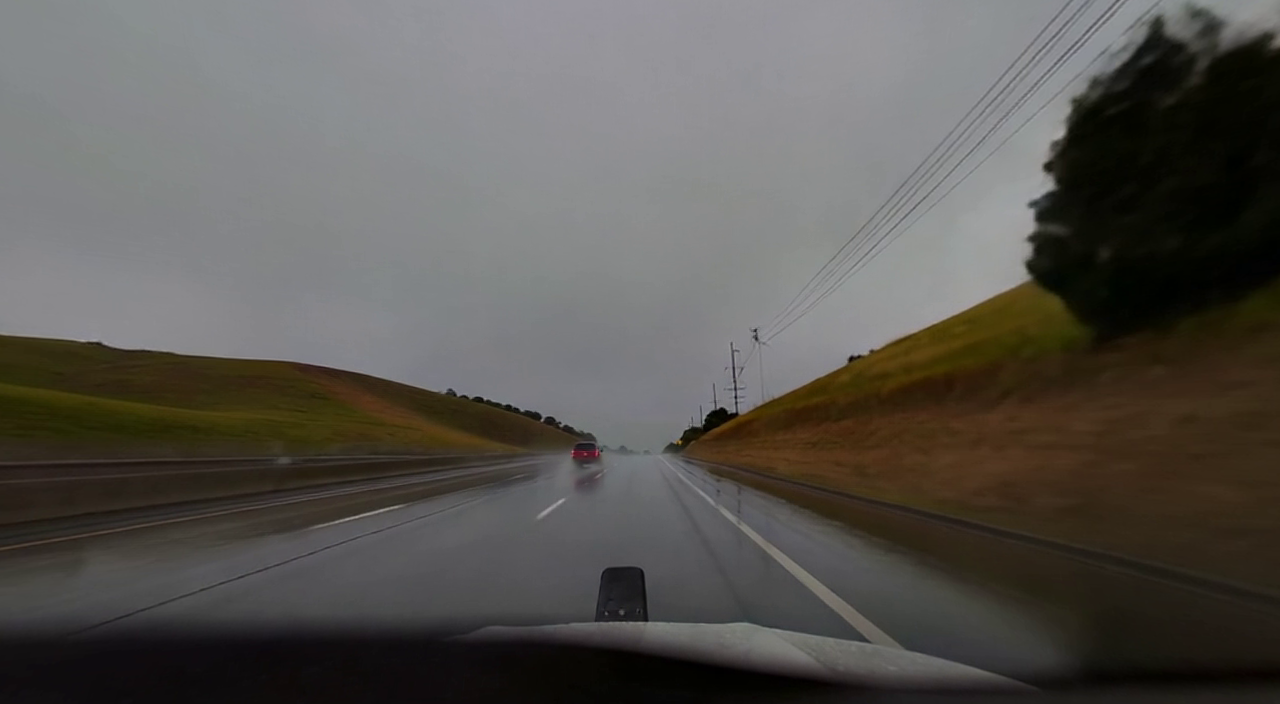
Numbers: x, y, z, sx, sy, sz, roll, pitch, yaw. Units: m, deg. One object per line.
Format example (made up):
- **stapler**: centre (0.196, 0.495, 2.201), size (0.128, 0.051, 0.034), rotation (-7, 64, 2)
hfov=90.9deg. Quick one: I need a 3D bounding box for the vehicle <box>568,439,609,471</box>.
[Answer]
- **vehicle**: centre (-3.179, 6.477, 39.907), size (2.136, 1.845, 4.515), rotation (0, -8, 1)
